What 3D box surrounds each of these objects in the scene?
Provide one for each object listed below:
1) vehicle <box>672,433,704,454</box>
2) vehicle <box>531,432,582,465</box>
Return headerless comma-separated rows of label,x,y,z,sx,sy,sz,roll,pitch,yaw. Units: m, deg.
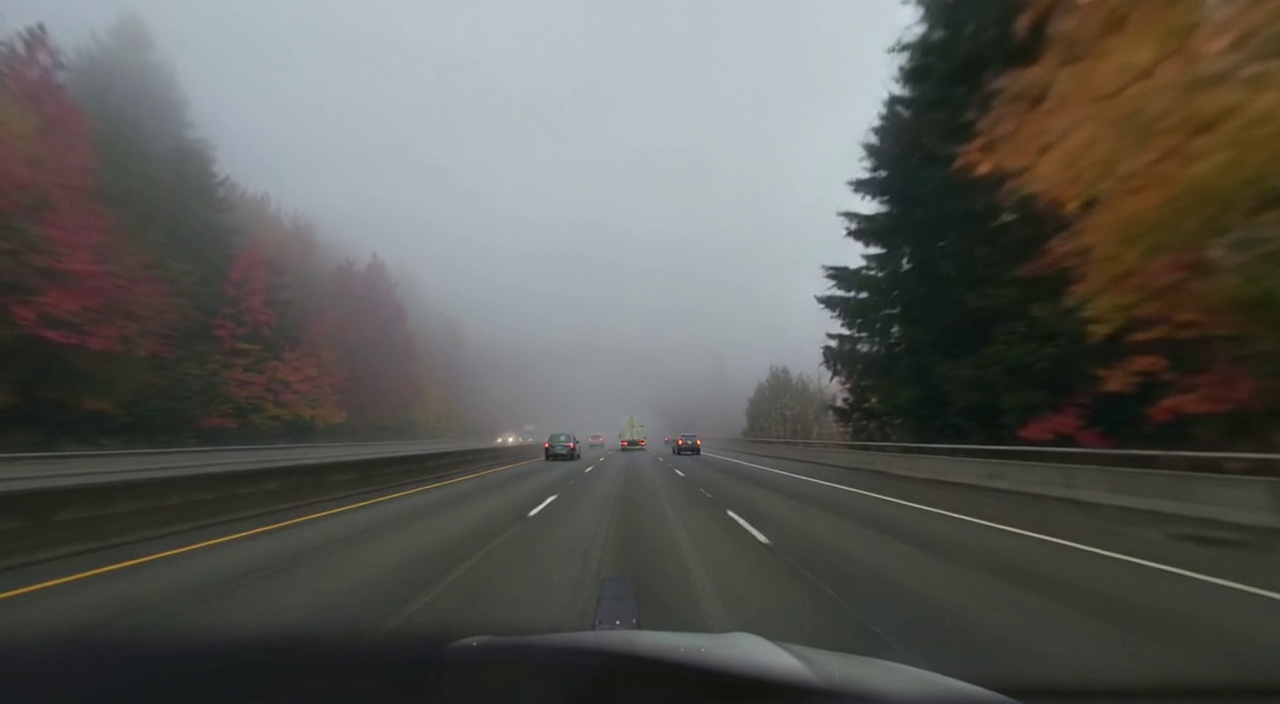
vehicle,3.491,6.781,46.608,1.882,1.492,3.958,0,-8,-3
vehicle,-3.980,4.684,30.659,2.027,1.501,3.920,0,-8,-1
